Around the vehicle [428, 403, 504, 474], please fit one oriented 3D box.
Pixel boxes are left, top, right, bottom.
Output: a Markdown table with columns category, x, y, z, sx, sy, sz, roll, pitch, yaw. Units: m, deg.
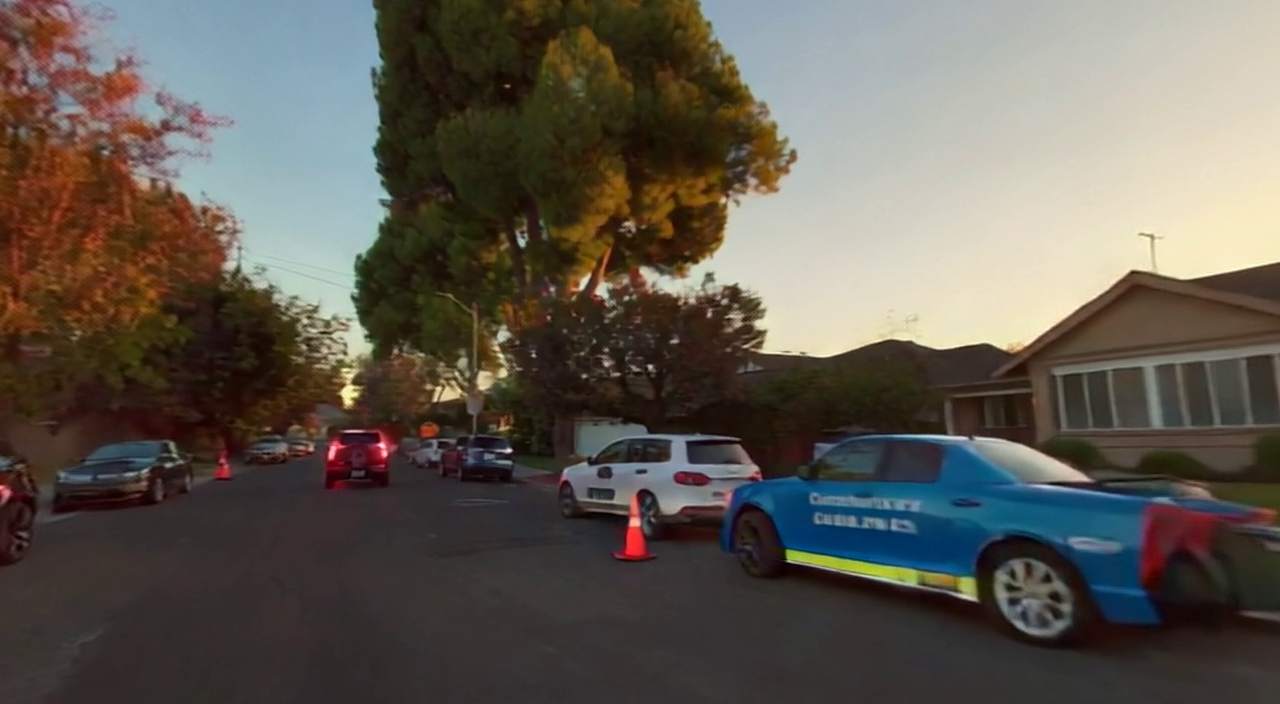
| category | x | y | z | sx | sy | sz | roll | pitch | yaw |
| --- | --- | --- | --- | --- | --- | --- | --- | --- | --- |
| vehicle | -8.204 | 4.013 | 29.374 | 2.268 | 2.900 | 5.980 | 4 | -9 | -25 |

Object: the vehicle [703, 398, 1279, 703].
| category | x | y | z | sx | sy | sz | roll | pitch | yaw |
| --- | --- | --- | --- | --- | --- | --- | --- | --- | --- |
| vehicle | 2.745 | 1.293 | 5.058 | 2.400 | 1.515 | 4.710 | 4 | -9 | -25 |

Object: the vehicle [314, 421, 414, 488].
| category | x | y | z | sx | sy | sz | roll | pitch | yaw |
| --- | --- | --- | --- | --- | --- | --- | --- | --- | --- |
| vehicle | -8.260 | 3.006 | 18.876 | 2.350 | 1.748 | 4.094 | 4 | -9 | -25 |

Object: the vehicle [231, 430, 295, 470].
| category | x | y | z | sx | sy | sz | roll | pitch | yaw |
| --- | --- | --- | --- | --- | --- | --- | --- | --- | --- |
| vehicle | -19.065 | 4.916 | 32.166 | 2.241 | 1.822 | 4.728 | 2 | -8 | -25 |

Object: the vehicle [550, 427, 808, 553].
| category | x | y | z | sx | sy | sz | roll | pitch | yaw |
| --- | --- | --- | --- | --- | --- | --- | --- | --- | --- |
| vehicle | 0.261 | 1.990 | 10.355 | 1.996 | 1.497 | 5.022 | 3 | -8 | -25 |

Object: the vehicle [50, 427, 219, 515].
| category | x | y | z | sx | sy | sz | roll | pitch | yaw |
| --- | --- | --- | --- | --- | --- | --- | --- | --- | --- |
| vehicle | -11.381 | 2.600 | 14.637 | 1.877 | 1.608 | 4.529 | 4 | -7 | -24 |
